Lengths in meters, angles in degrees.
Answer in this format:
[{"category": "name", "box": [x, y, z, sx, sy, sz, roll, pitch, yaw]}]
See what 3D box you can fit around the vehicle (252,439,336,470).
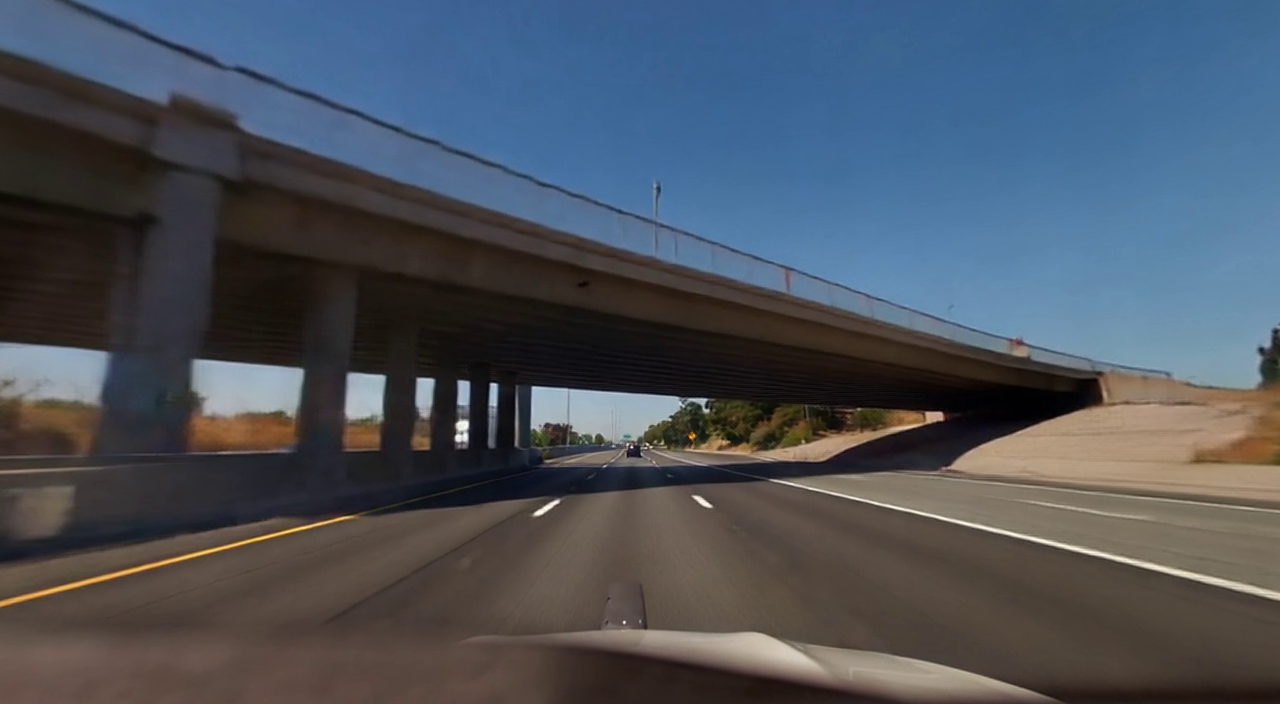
[{"category": "vehicle", "box": [-19.491, 5.790, 35.788, 2.040, 1.650, 4.791, 0, -9, 0]}]
